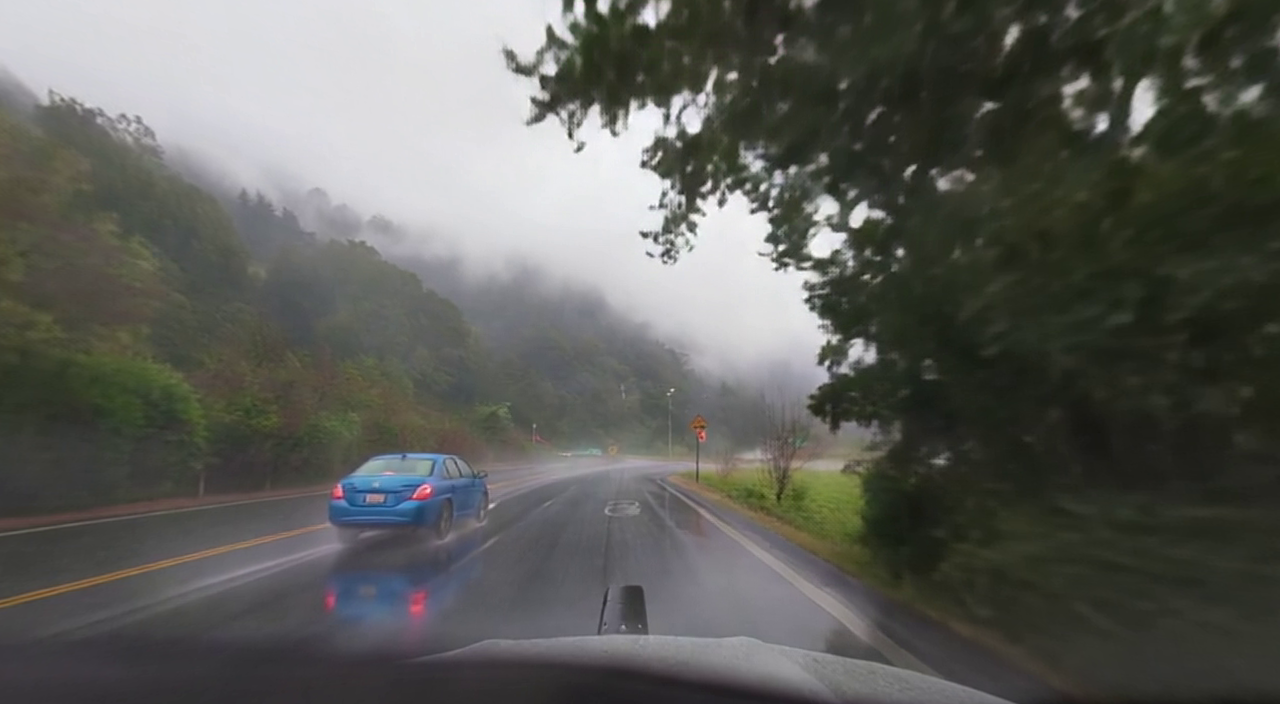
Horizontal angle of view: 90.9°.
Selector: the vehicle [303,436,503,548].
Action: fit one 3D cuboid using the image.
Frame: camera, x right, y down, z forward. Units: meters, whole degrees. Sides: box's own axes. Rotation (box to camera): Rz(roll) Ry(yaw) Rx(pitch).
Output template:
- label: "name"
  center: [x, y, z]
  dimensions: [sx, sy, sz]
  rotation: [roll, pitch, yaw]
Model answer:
- label: "vehicle"
  center: [-3.903, 2.370, 11.257]
  dimensions: [2.078, 1.607, 3.959]
  rotation: [0, -9, -1]
